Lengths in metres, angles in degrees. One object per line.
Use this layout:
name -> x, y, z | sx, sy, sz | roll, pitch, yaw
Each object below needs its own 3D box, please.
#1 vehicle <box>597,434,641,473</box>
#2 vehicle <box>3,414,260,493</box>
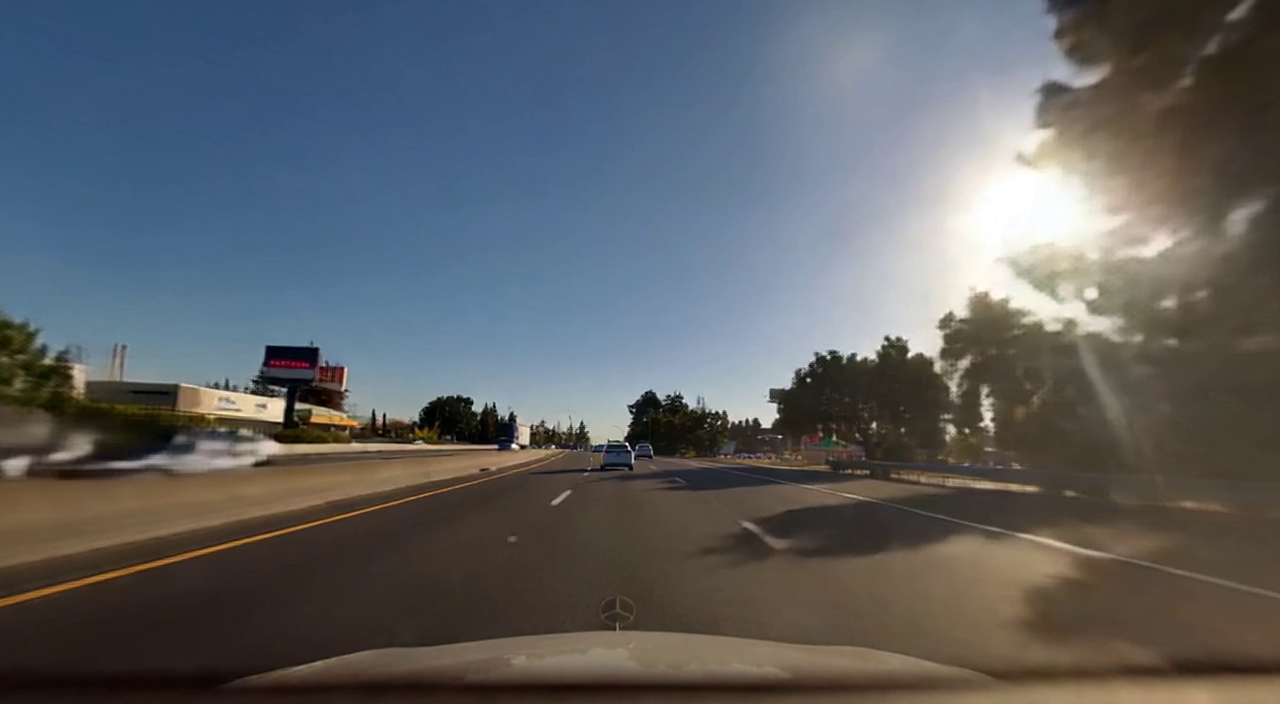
vehicle -> -1.152, 5.279, 33.050 | 2.155, 1.856, 4.796 | 1, -9, -3
vehicle -> -11.285, 2.331, 14.637 | 2.073, 1.508, 4.703 | 0, -9, -1
